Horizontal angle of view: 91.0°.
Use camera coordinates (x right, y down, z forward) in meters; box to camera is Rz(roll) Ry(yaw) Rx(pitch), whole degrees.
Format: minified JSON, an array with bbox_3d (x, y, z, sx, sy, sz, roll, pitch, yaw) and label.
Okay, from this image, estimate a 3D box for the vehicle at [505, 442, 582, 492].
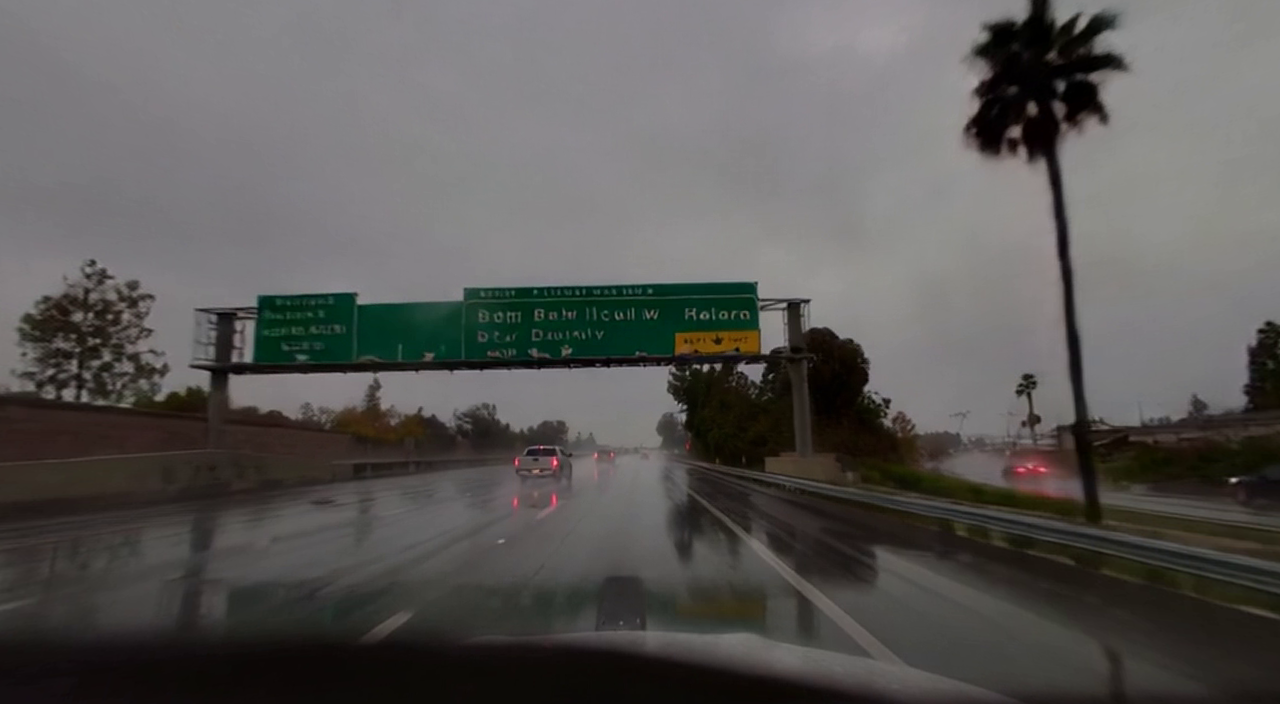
[{"bbox_3d":[-3.610,4.412,24.591,2.162,1.747,4.791,0,-9,1],"label":"vehicle"}]
